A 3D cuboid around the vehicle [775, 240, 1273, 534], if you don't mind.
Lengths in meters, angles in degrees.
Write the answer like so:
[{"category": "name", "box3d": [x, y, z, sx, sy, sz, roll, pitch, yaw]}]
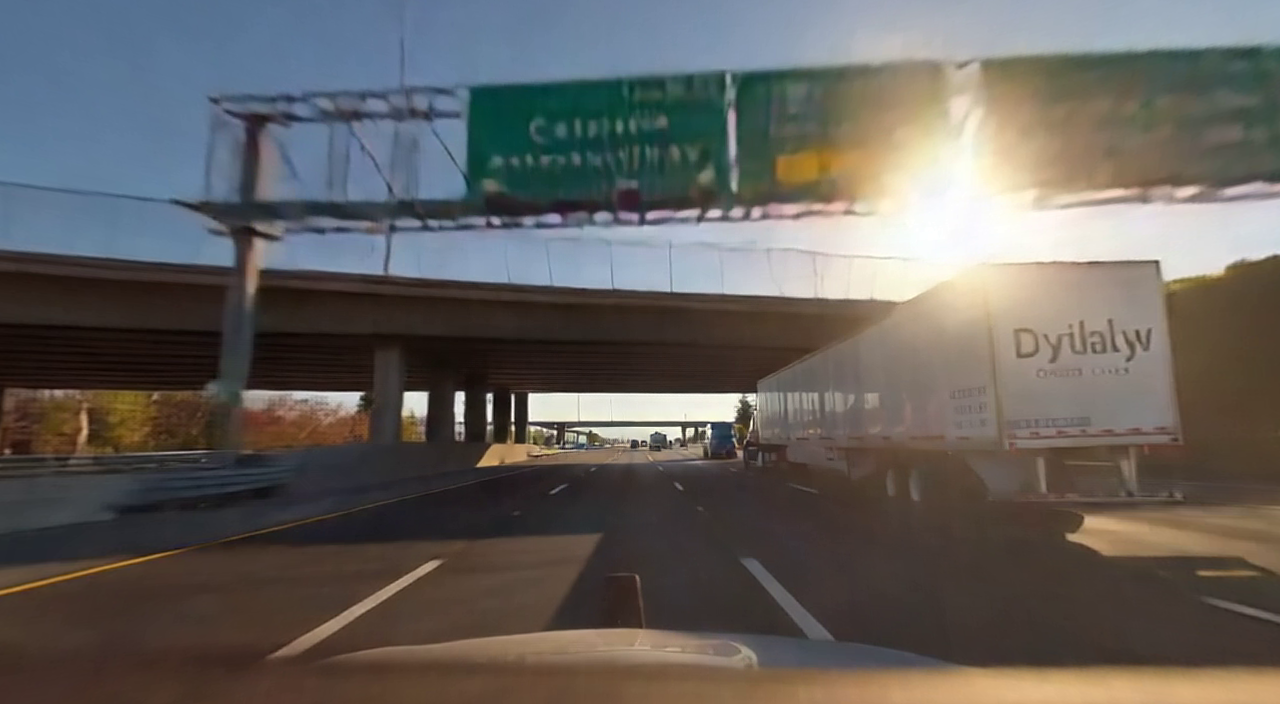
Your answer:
[{"category": "vehicle", "box3d": [6.761, 1.571, 16.517, 2.962, 3.947, 16.241, 0, -8, 0]}]
